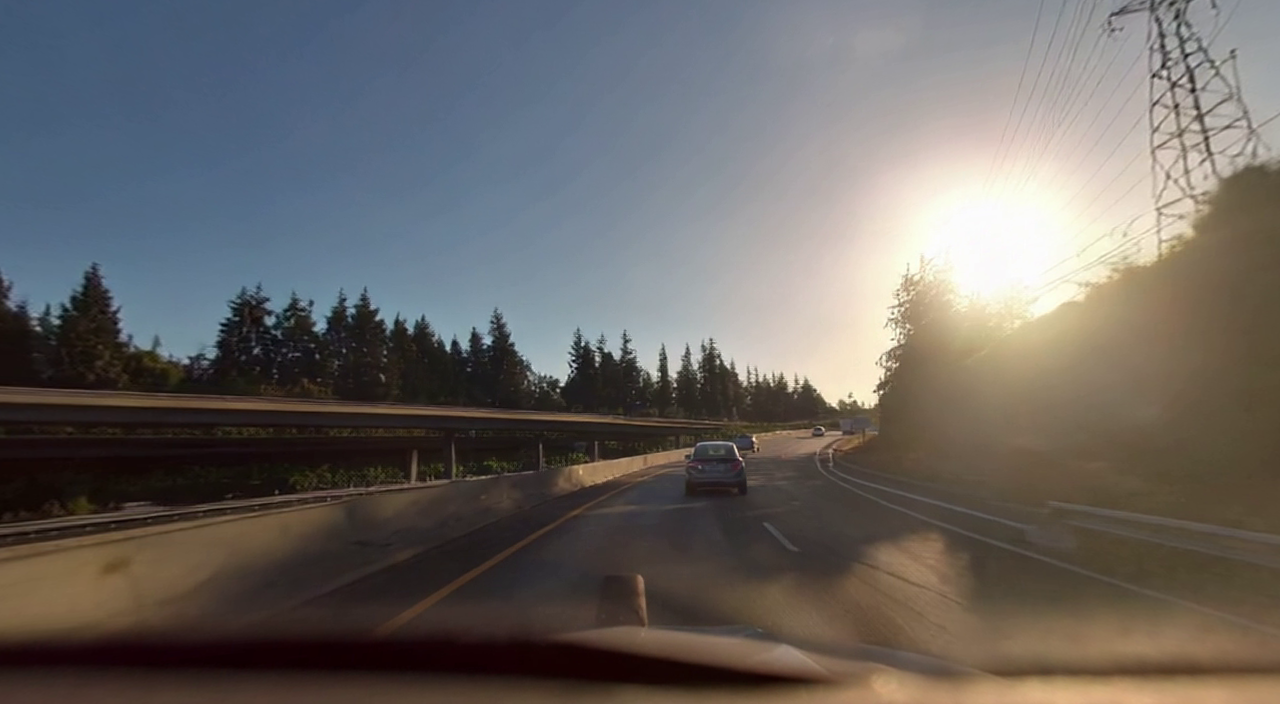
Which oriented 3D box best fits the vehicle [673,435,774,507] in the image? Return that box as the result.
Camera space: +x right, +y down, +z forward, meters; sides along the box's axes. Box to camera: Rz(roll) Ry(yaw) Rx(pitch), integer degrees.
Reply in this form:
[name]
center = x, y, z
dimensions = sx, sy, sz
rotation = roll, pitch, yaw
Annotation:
[vehicle]
center = 2.017, 2.841, 15.509
dimensions = 2.091, 1.482, 4.321
rotation = -1, -9, 7
